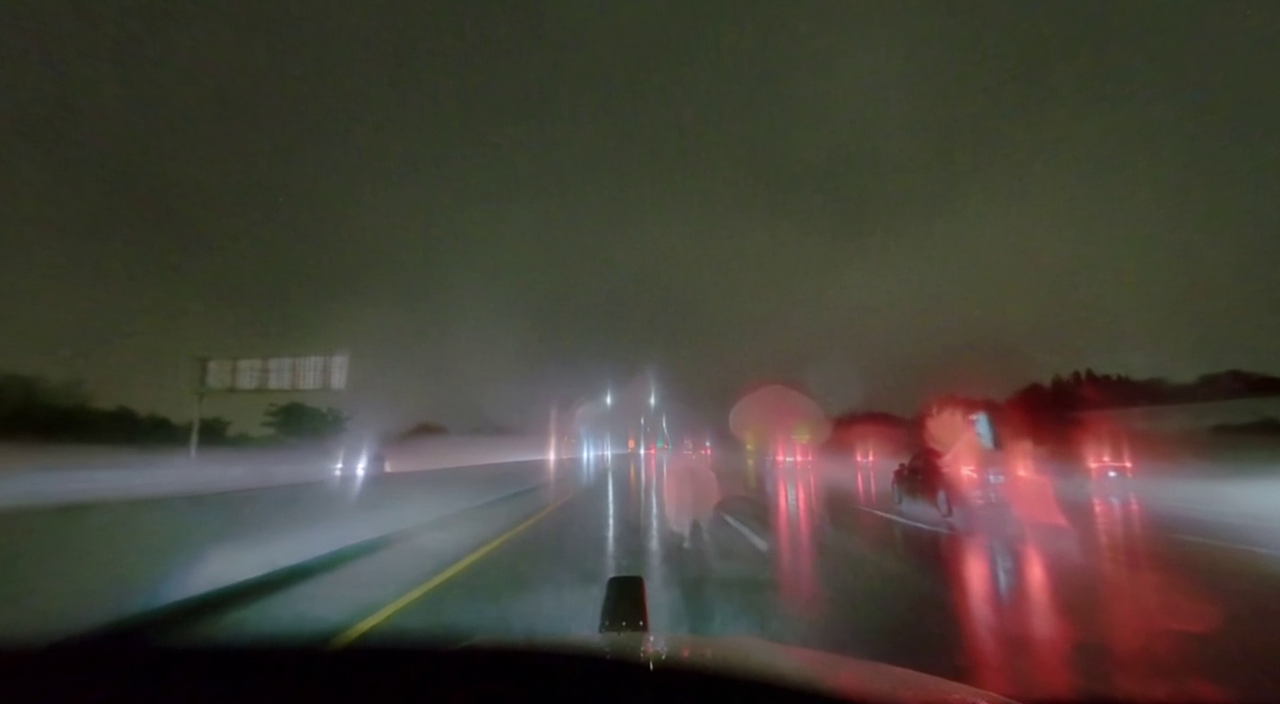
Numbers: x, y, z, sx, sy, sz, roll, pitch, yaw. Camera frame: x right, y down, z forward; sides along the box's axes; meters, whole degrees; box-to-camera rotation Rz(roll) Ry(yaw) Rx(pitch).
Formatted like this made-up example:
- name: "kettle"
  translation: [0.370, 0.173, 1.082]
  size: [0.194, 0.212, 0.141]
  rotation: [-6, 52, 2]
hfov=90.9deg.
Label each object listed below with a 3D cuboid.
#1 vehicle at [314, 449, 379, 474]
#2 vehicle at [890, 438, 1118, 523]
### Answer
- name: "vehicle"
  translation: [-18.752, 6.998, 40.535]
  size: [1.892, 1.493, 4.485]
  rotation: [-1, -8, 2]
- name: "vehicle"
  translation: [7.670, 2.717, 14.051]
  size: [2.093, 1.525, 4.865]
  rotation: [0, -8, -1]
